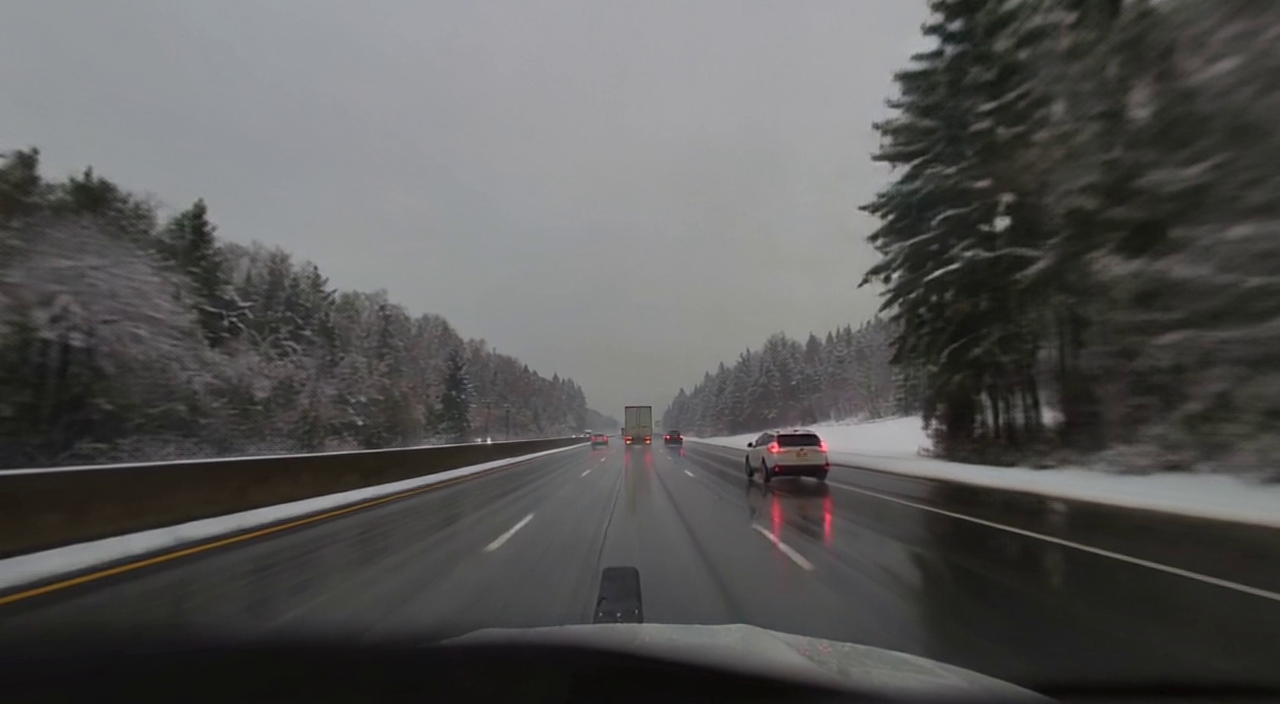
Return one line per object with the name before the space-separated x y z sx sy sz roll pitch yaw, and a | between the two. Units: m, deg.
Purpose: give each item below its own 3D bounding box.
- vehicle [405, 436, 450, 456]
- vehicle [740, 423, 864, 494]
vehicle | -16.590 7.352 49.315 1.928 1.492 4.607 0 -8 0
vehicle | 3.800 2.548 15.497 1.882 1.492 3.958 0 -8 -2
